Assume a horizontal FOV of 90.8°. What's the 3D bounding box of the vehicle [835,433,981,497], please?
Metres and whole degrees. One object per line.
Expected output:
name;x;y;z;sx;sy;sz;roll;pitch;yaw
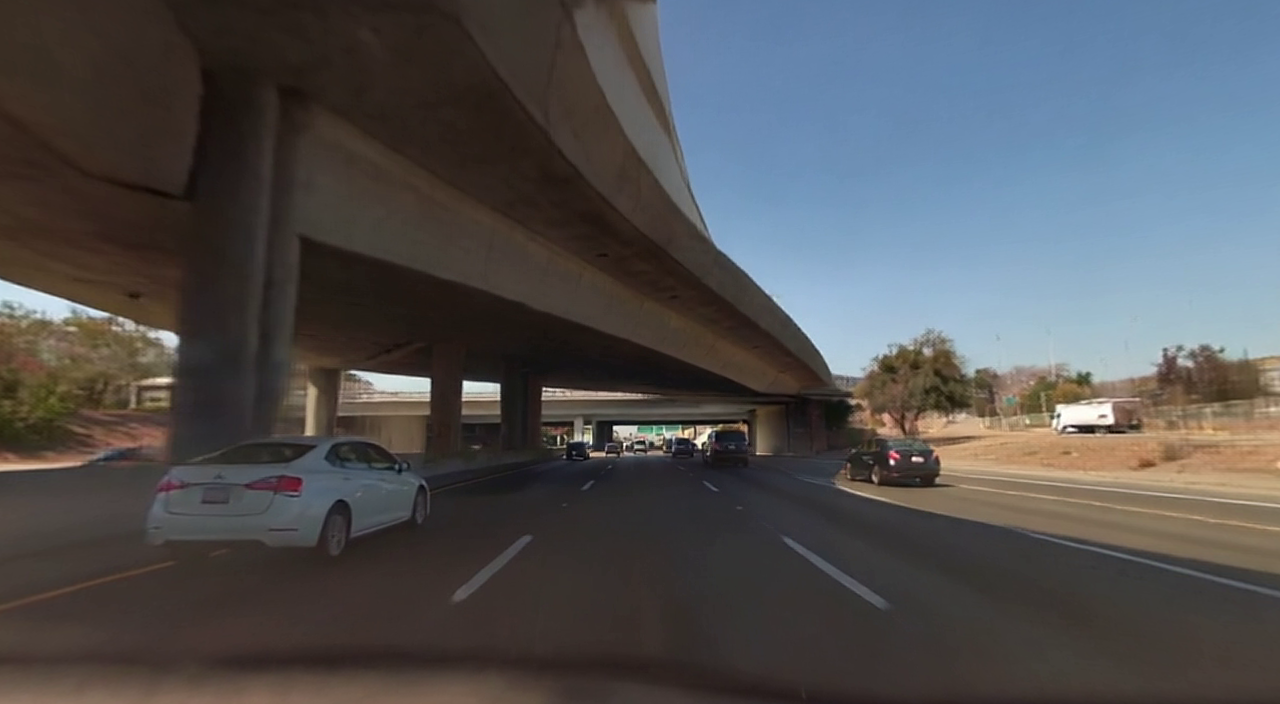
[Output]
vehicle;6.932;2.952;16.938;1.989;1.472;4.322;0;-8;-1

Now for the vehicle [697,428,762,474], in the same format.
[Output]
vehicle;3.623;4.114;26.383;2.072;1.761;4.242;0;-8;0

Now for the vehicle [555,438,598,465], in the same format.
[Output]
vehicle;-3.674;5.877;37.358;2.047;1.464;4.387;0;-8;1

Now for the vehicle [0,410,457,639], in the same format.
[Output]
vehicle;-3.611;1.463;6.508;1.997;1.476;4.703;0;-8;1
